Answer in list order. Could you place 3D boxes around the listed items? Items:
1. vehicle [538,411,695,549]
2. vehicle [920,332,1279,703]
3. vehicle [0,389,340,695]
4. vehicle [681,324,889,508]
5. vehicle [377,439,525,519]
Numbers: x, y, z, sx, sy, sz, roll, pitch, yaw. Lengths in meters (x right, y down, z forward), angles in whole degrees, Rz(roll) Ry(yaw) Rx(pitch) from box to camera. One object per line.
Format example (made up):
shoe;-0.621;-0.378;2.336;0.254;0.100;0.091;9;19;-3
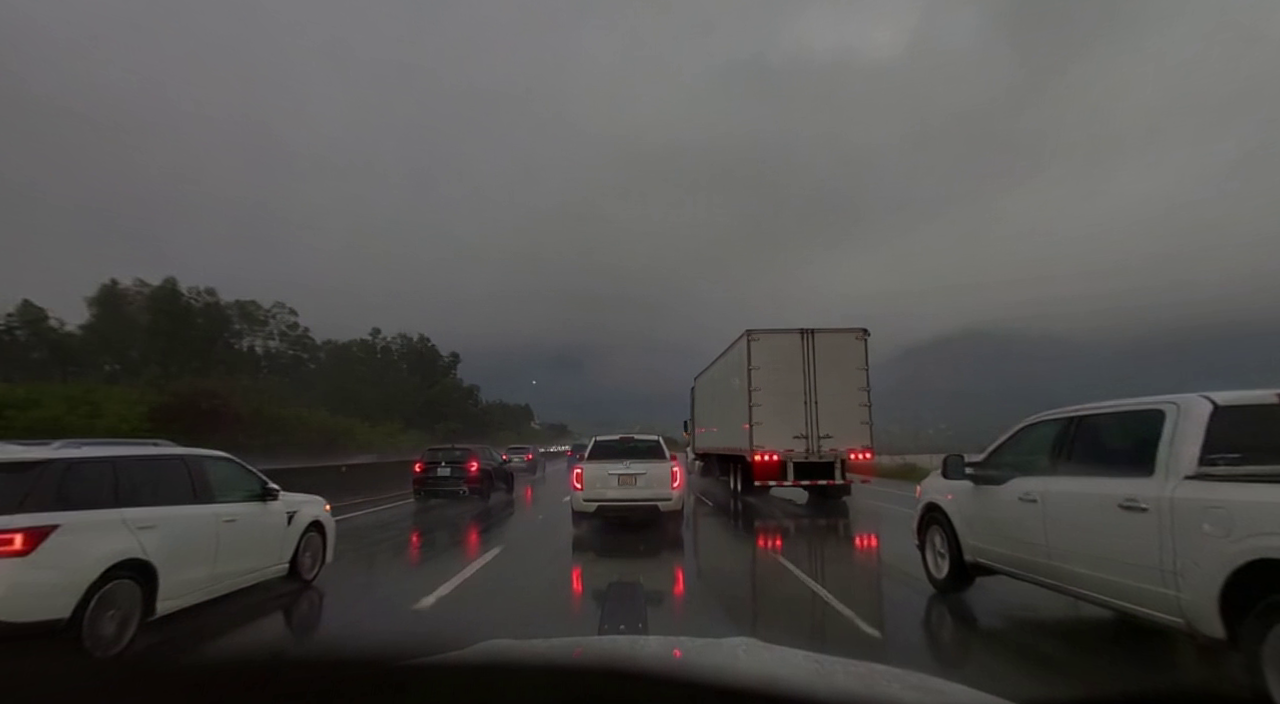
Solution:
vehicle;-0.315;2.005;10.405;2.037;1.792;4.194;0;-9;0
vehicle;3.648;0.949;3.473;2.076;1.751;4.666;0;-9;1
vehicle;-4.325;1.302;5.181;1.789;1.620;3.841;0;-9;0
vehicle;3.686;2.589;21.769;3.186;4.111;15.553;0;-9;-1
vehicle;-3.978;2.741;14.095;1.923;1.503;4.293;0;-9;1
